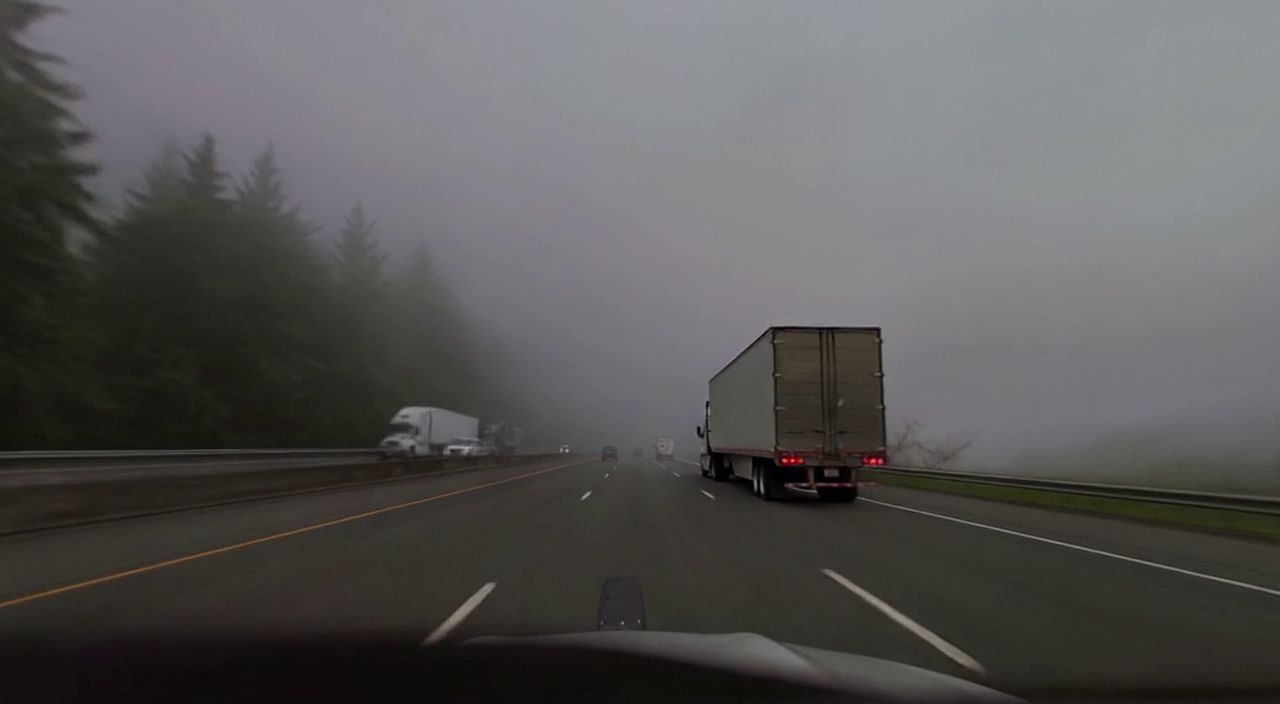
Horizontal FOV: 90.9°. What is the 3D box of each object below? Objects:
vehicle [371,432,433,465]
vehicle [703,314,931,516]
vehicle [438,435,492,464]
[{"bbox_3d":[-15.225,6.227,40.566,2.107,1.976,4.747,0,-9,0],"label":"vehicle"},{"bbox_3d":[4.157,2.253,19.193,2.950,4.033,13.276,0,-9,-1],"label":"vehicle"},{"bbox_3d":[-11.045,6.248,40.226,2.080,1.730,4.801,0,-9,0],"label":"vehicle"}]
